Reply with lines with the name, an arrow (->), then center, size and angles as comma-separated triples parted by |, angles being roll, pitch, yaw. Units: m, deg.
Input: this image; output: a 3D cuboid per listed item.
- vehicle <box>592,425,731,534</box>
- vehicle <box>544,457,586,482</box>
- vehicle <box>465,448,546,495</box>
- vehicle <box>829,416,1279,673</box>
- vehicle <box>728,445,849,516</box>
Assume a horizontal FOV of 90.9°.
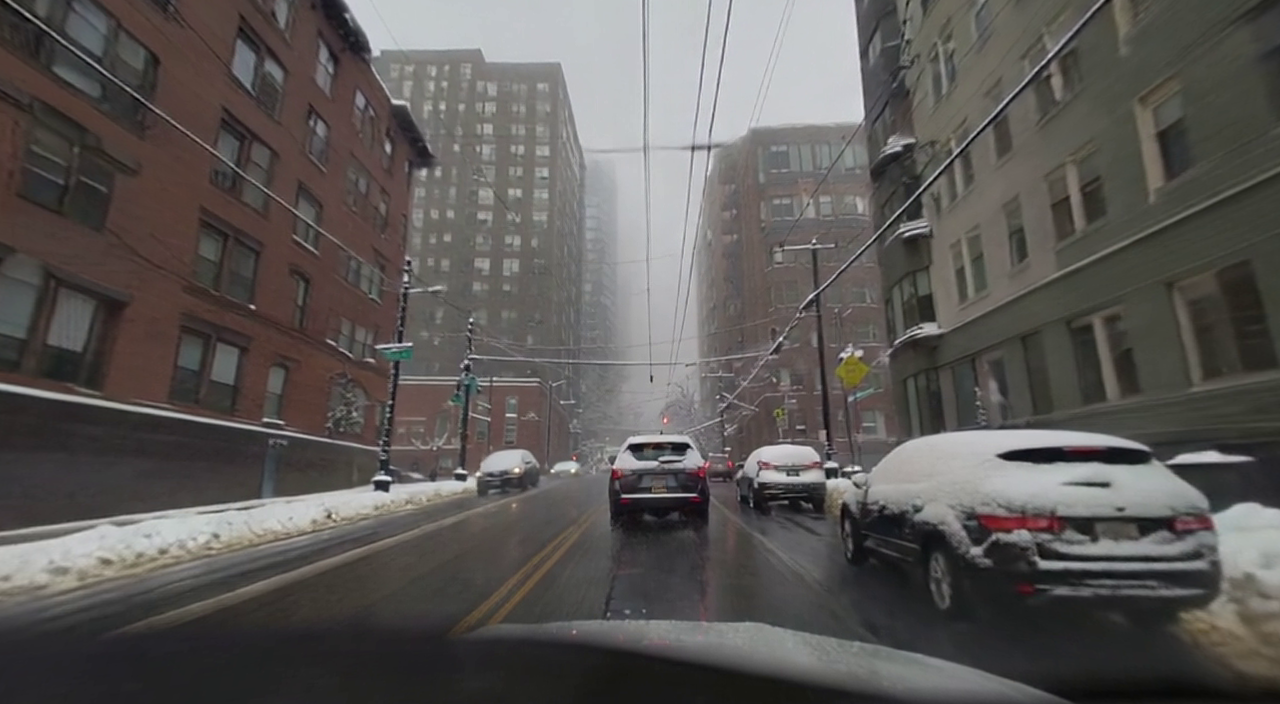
vehicle -> 0.344, 2.355, 12.221 | 2.232, 1.736, 4.036 | 0, -8, 0
vehicle -> -4.998, 7.898, 42.605 | 2.014, 1.538, 4.275 | -1, -9, 3
vehicle -> -5.330, 4.775, 25.698 | 2.215, 1.703, 4.614 | -1, -8, 1
vehicle -> 3.354, 1.499, 6.002 | 1.906, 1.578, 4.020 | 0, -8, 1
vehicle -> 3.388, 2.993, 15.294 | 1.970, 1.452, 4.227 | 0, -8, 1
